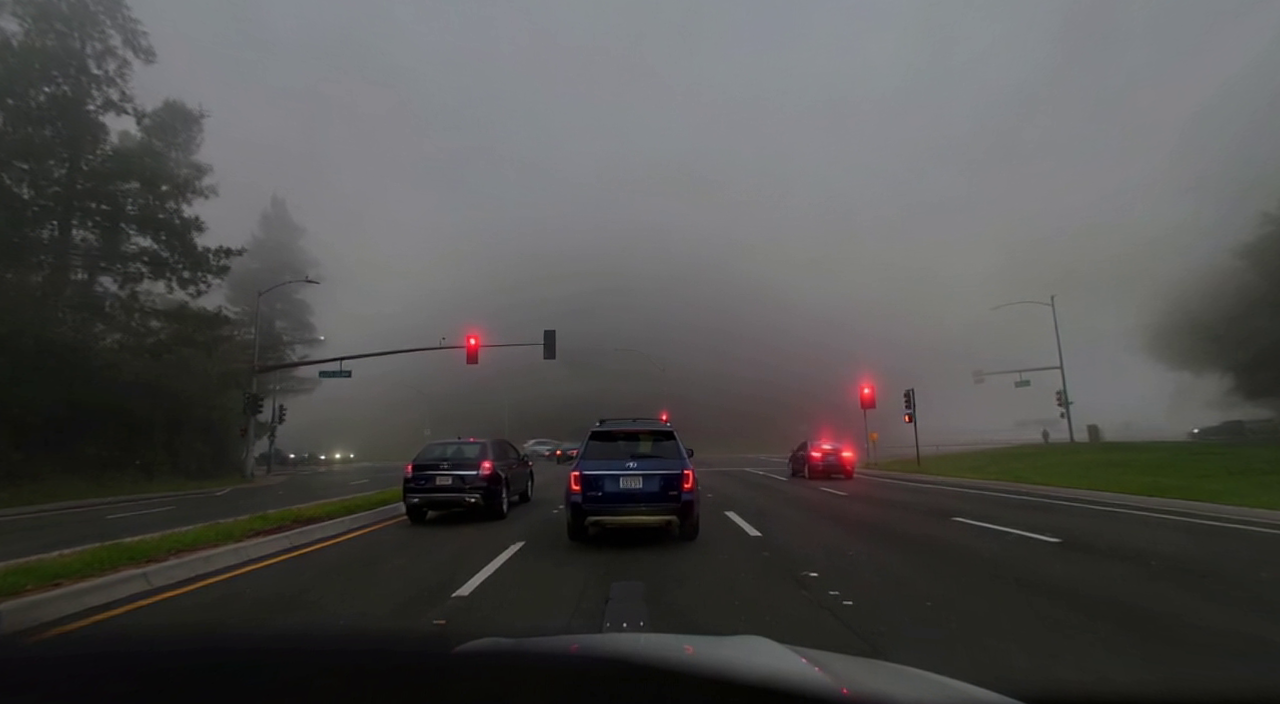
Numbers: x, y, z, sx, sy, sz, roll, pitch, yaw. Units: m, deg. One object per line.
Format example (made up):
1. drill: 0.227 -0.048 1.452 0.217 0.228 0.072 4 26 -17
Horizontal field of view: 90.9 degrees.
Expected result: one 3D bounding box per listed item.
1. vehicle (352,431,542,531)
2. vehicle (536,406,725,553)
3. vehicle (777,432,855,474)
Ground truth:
1. vehicle: -3.366 2.366 12.304 2.061 1.504 5.142 0 -8 0
2. vehicle: -0.106 1.861 9.837 2.298 1.770 4.138 0 -8 0
3. vehicle: 8.025 4.661 29.261 2.166 1.761 4.692 0 -8 -2
